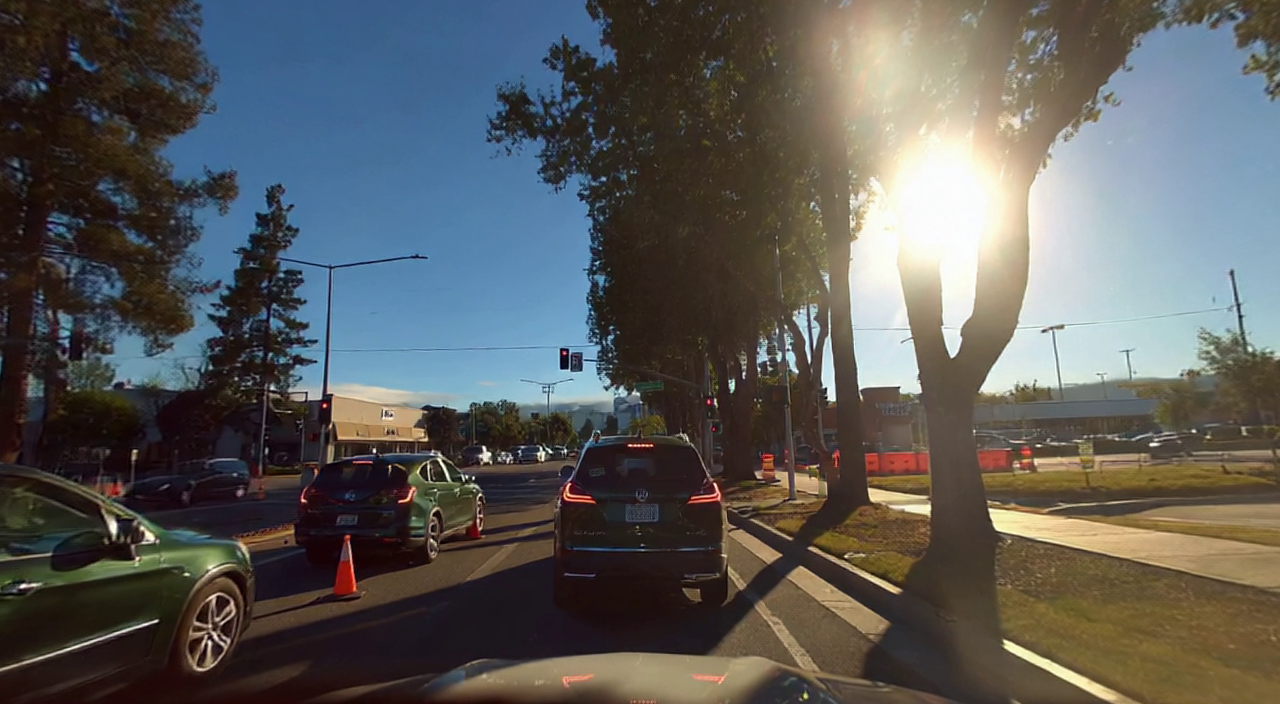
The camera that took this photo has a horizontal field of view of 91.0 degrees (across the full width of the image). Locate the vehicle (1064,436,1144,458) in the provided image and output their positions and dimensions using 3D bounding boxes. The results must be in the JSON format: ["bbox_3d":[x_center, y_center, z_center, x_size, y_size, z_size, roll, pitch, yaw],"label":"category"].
[{"bbox_3d":[36.750,7.547,49.982,4.791,1.635,1.857,0,-9,1],"label":"vehicle"}]

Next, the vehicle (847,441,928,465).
[{"bbox_3d":[16.200,6.629,41.370,4.579,1.480,1.819,-1,-9,7],"label":"vehicle"}]

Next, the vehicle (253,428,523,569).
[{"bbox_3d":[-3.275,2.001,9.450,1.989,1.541,4.626,0,-9,2],"label":"vehicle"}]

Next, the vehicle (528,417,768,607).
[{"bbox_3d":[0.110,1.627,7.216,2.021,1.560,3.676,0,-9,1],"label":"vehicle"}]

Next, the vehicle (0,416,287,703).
[{"bbox_3d":[-3.598,0.946,2.146,1.964,1.497,4.722,0,-9,1],"label":"vehicle"}]
